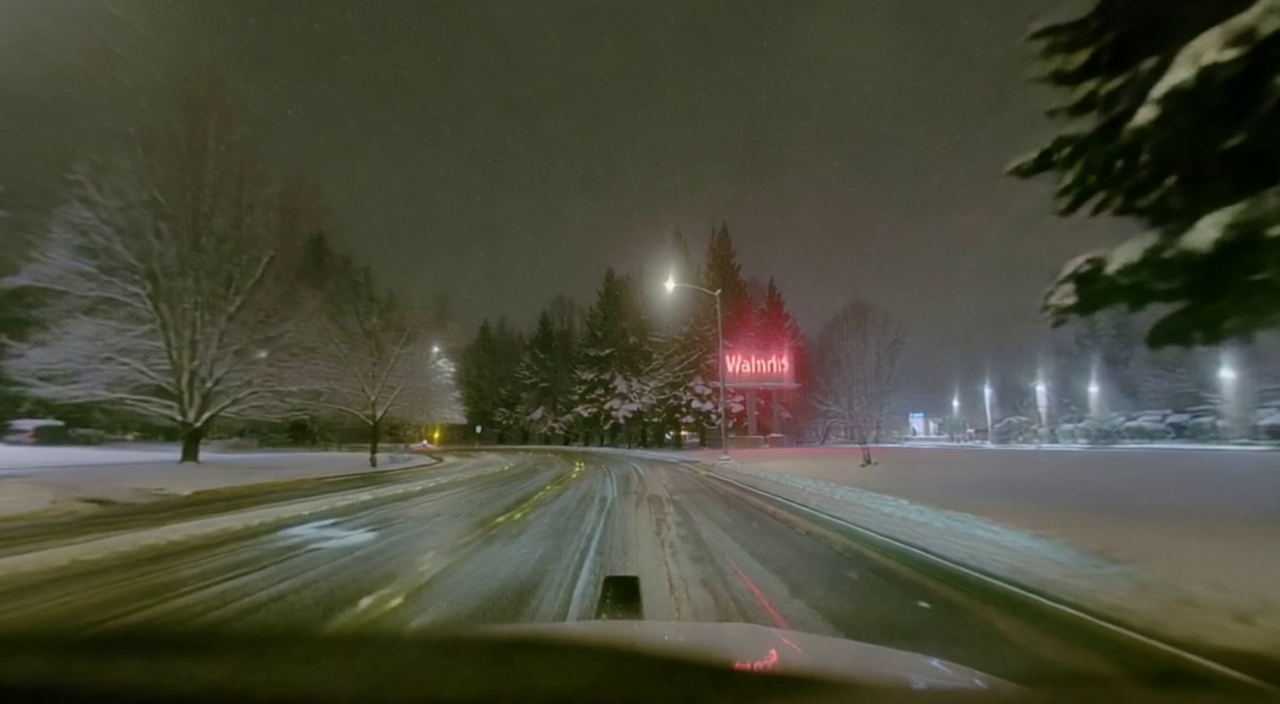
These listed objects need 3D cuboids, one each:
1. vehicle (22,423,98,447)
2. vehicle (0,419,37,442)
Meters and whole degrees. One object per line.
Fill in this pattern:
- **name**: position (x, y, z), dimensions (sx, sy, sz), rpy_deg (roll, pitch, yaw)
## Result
- **vehicle**: position (-40.987, 5.879, 44.773), dimensions (1.837, 1.642, 4.345), rpy_deg (2, -8, -10)
- **vehicle**: position (-50.144, 6.172, 49.569), dimensions (1.920, 1.729, 4.303), rpy_deg (1, -8, -11)
